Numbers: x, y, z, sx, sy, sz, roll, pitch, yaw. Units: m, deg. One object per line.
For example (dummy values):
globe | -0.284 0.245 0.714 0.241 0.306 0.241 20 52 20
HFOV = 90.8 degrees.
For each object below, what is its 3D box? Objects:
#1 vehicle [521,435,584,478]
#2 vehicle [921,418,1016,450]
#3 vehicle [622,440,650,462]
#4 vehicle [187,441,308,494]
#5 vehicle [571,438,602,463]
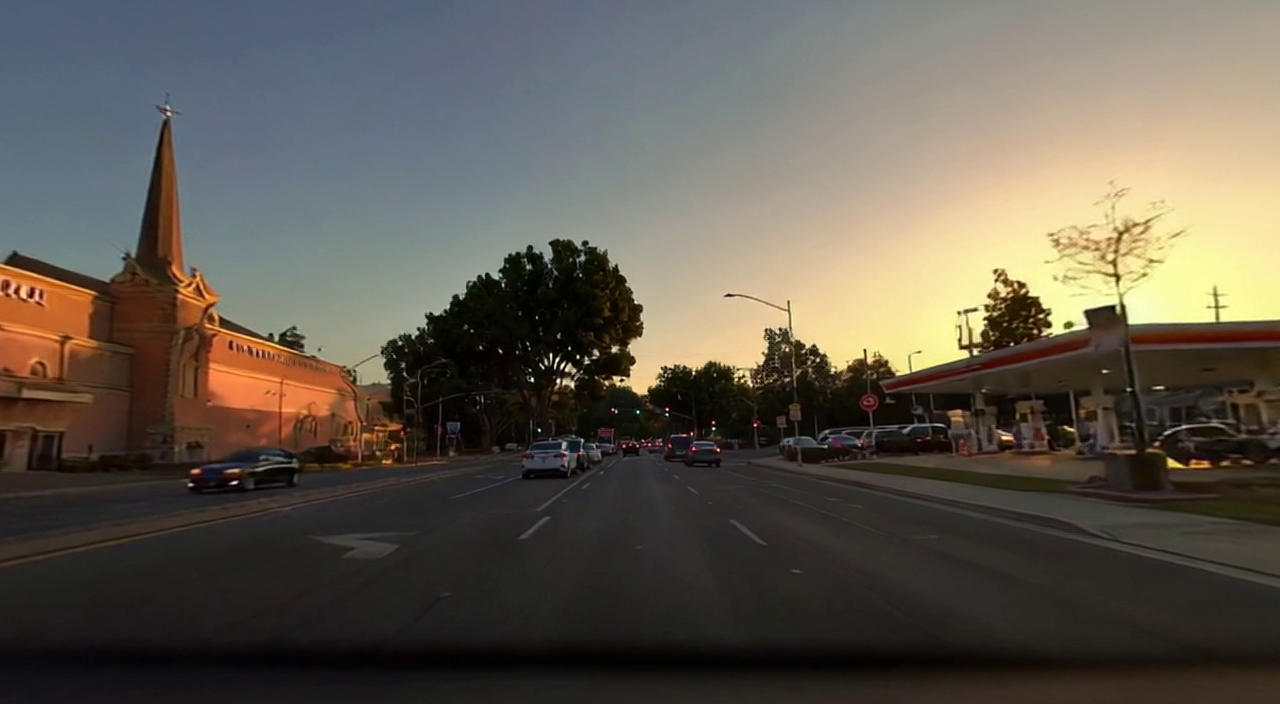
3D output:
vehicle | -3.676 4.475 27.337 2.040 1.661 4.573 0 -8 1
vehicle | 23.082 5.792 44.576 5.314 2.134 2.261 0 -8 1
vehicle | -0.307 7.301 46.603 1.976 1.509 3.647 0 -8 -2
vehicle | -14.682 4.303 23.953 1.891 1.670 4.333 -5 -8 -1
vehicle | -3.764 7.062 45.426 1.941 1.740 3.989 0 -8 -1
